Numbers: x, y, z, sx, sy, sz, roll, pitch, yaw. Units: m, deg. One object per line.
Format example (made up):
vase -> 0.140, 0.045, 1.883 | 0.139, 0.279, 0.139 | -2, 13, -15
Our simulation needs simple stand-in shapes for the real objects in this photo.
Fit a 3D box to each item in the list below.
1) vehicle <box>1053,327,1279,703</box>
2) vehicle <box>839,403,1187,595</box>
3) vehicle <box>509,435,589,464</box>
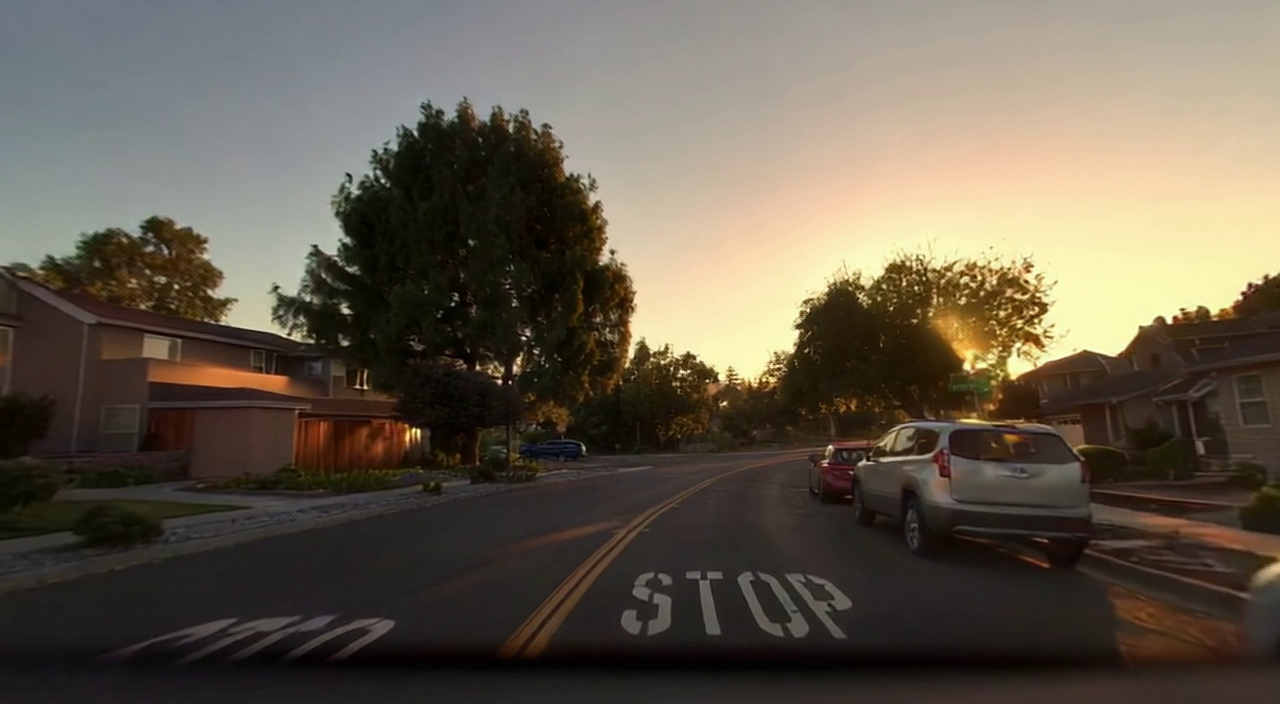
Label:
vehicle -> 3.301, 0.561, 0.729 | 2.692, 1.649, 4.689 | -1, -9, 4
vehicle -> 4.190, 1.708, 8.292 | 2.303, 1.733, 4.687 | -2, -9, 9
vehicle -> -5.968, 6.428, 41.443 | 4.870, 1.813, 1.910 | -3, -9, 15
